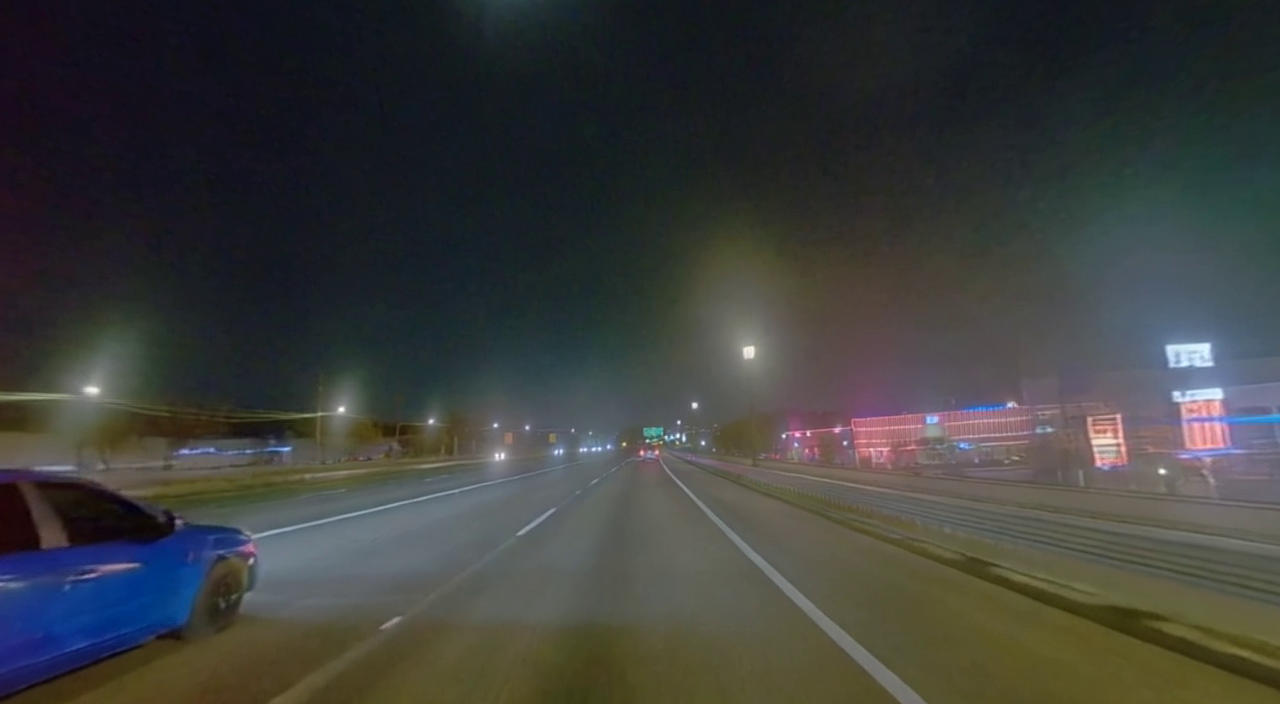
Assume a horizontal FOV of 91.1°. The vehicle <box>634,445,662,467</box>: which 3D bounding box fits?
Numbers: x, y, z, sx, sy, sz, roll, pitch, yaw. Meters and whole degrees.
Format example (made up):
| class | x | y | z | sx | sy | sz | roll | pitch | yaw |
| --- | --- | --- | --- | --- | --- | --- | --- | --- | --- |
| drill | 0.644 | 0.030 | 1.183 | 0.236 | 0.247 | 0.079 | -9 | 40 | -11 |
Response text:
| class | x | y | z | sx | sy | sz | roll | pitch | yaw |
| --- | --- | --- | --- | --- | --- | --- | --- | --- | --- |
| vehicle | 0.579 | 7.796 | 47.228 | 2.014 | 1.507 | 3.960 | -1 | -9 | 1 |
